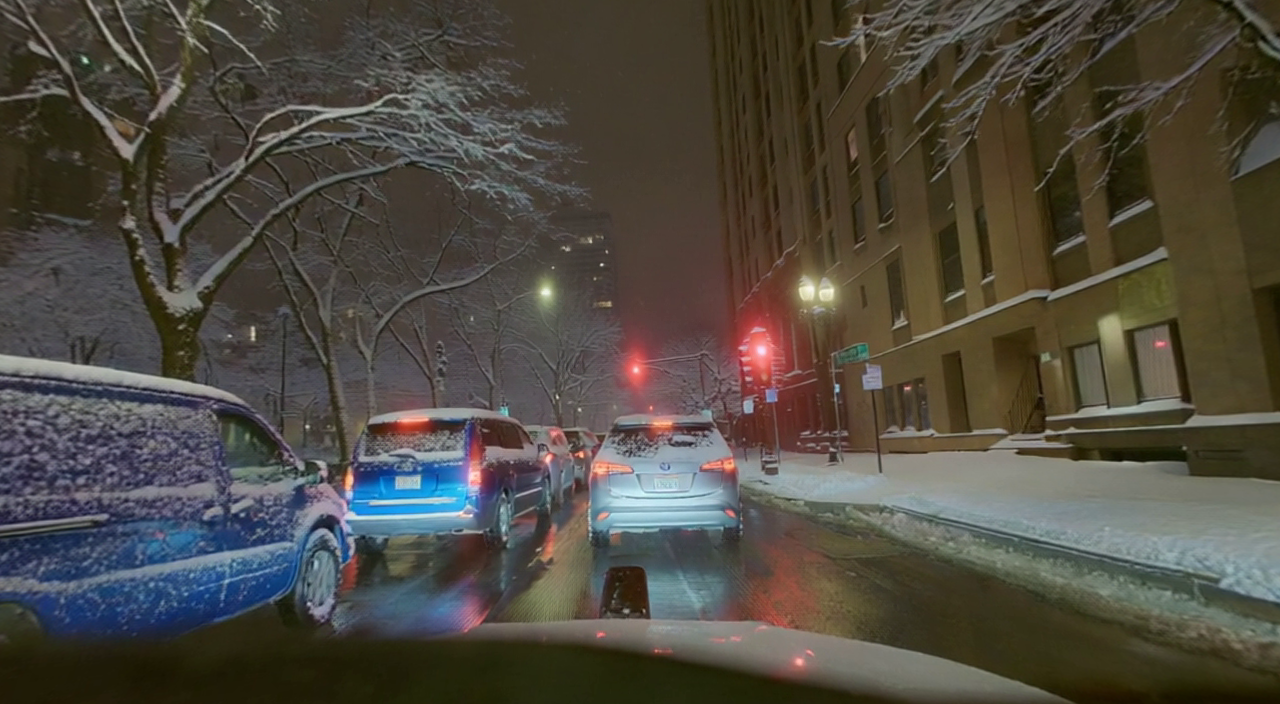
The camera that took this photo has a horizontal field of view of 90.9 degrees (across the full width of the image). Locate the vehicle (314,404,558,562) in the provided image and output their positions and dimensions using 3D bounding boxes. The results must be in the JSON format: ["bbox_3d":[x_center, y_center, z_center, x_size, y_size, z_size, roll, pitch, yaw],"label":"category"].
[{"bbox_3d":[-2.649,1.841,9.609,2.124,1.799,4.587,0,-8,1],"label":"vehicle"}]

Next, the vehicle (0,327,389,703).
[{"bbox_3d":[-3.168,0.981,3.485,1.940,1.722,3.823,0,-8,0],"label":"vehicle"}]

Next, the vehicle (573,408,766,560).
[{"bbox_3d":[0.357,1.808,9.263,2.205,1.727,3.917,0,-8,1],"label":"vehicle"}]
